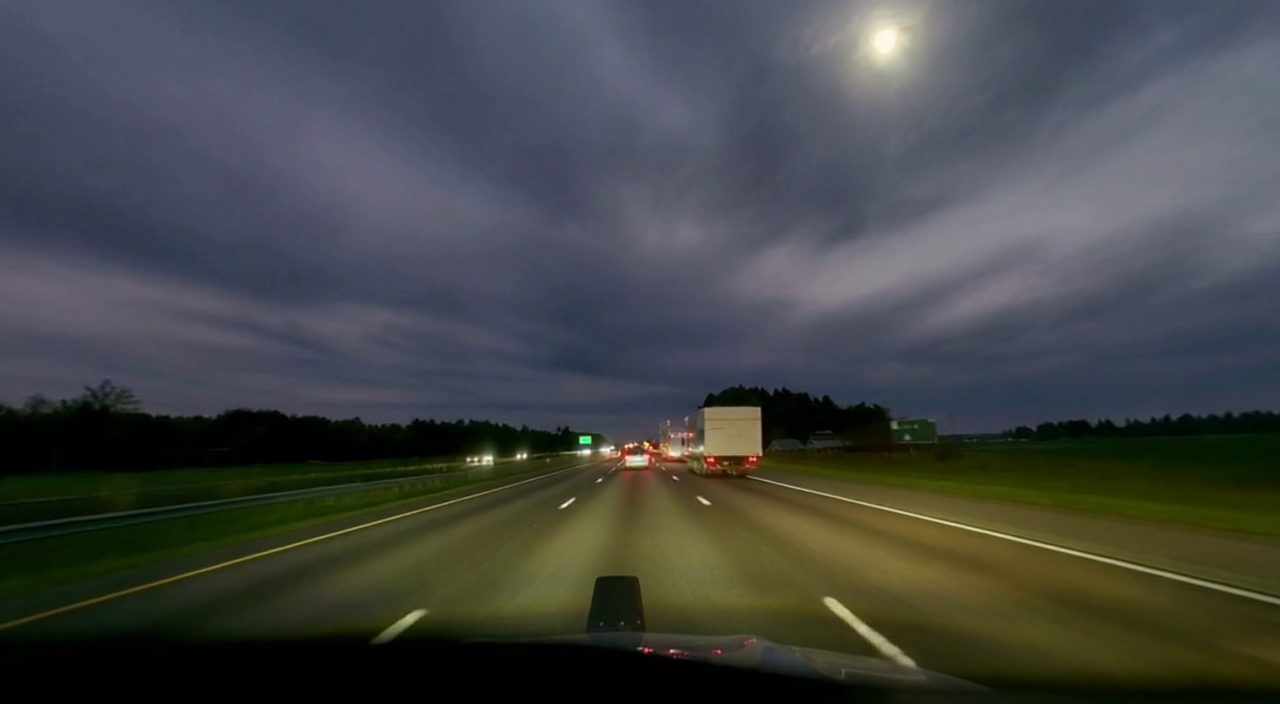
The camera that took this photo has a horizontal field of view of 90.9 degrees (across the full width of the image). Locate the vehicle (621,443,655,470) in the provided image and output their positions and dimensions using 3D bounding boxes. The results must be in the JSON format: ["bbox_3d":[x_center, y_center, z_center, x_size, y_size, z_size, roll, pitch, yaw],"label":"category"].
[{"bbox_3d":[-0.120,6.962,41.972,2.151,1.678,3.923,0,-9,0],"label":"vehicle"}]

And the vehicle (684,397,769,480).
[{"bbox_3d":[4.040,4.391,31.598,2.931,3.530,8.760,0,-9,0],"label":"vehicle"}]
